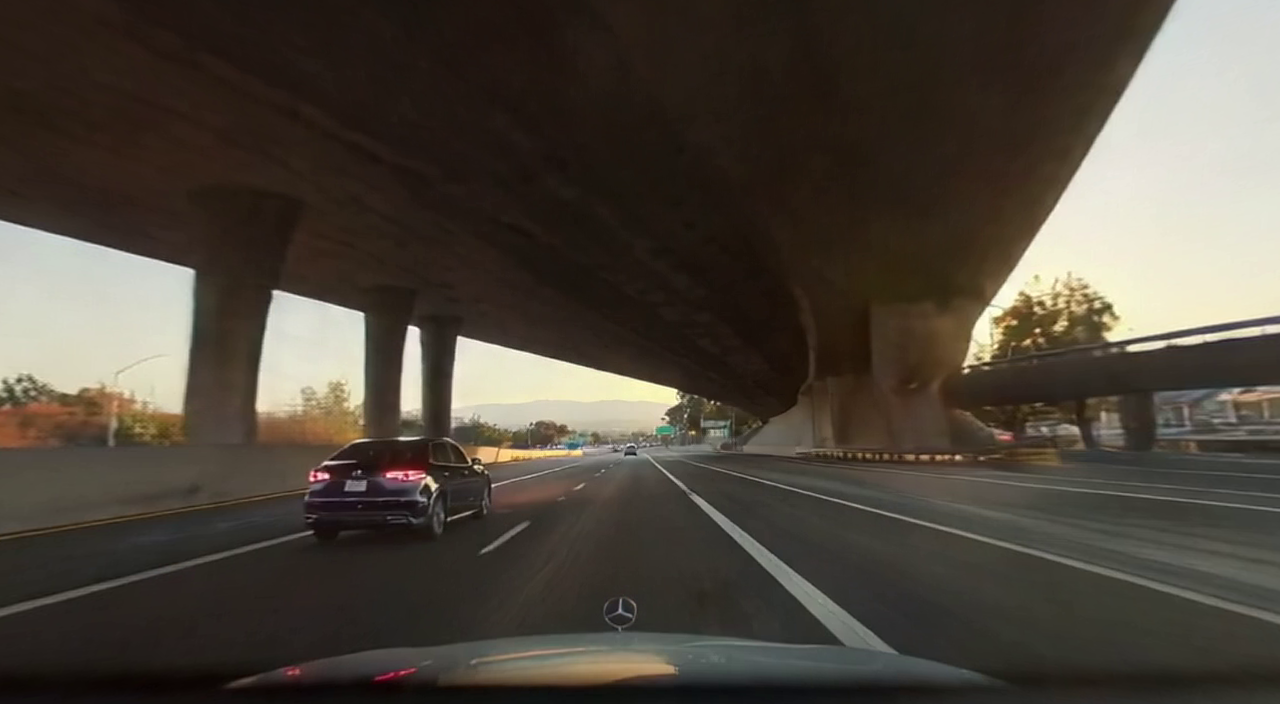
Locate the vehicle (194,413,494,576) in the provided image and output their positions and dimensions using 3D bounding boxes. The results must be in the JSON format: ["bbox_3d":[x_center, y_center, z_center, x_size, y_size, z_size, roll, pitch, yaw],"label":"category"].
[{"bbox_3d":[-3.649,1.835,8.939,2.178,1.699,4.321,0,-8,-1],"label":"vehicle"}]
